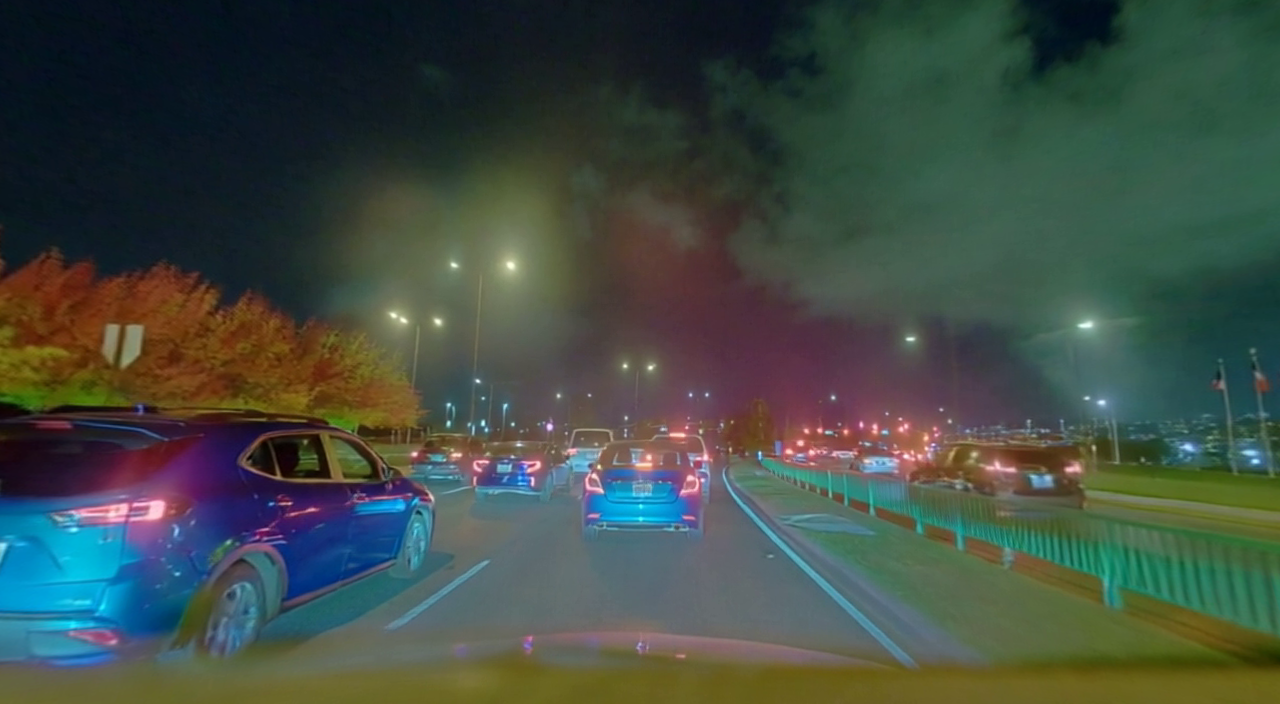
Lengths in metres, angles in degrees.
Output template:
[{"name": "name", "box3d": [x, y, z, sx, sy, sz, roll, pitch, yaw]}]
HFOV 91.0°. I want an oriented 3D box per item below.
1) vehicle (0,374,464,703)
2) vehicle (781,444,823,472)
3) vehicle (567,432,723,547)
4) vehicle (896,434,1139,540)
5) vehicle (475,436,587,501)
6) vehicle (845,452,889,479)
[{"name": "vehicle", "box3d": [-3.118, 1.235, 5.001, 1.988, 1.635, 4.260, 0, -9, 3]}, {"name": "vehicle", "box3d": [9.678, 6.357, 37.888, 1.944, 1.544, 4.301, -1, -9, 8]}, {"name": "vehicle", "box3d": [0.204, 2.173, 10.658, 2.090, 1.506, 4.276, 0, -9, 4]}, {"name": "vehicle", "box3d": [6.844, 2.461, 12.194, 2.011, 1.610, 4.568, 0, -9, 2]}, {"name": "vehicle", "box3d": [-2.853, 3.178, 17.632, 1.974, 1.549, 4.603, 0, -9, 5]}, {"name": "vehicle", "box3d": [14.072, 7.025, 39.211, 1.749, 1.481, 3.808, -1, -9, 8]}]
